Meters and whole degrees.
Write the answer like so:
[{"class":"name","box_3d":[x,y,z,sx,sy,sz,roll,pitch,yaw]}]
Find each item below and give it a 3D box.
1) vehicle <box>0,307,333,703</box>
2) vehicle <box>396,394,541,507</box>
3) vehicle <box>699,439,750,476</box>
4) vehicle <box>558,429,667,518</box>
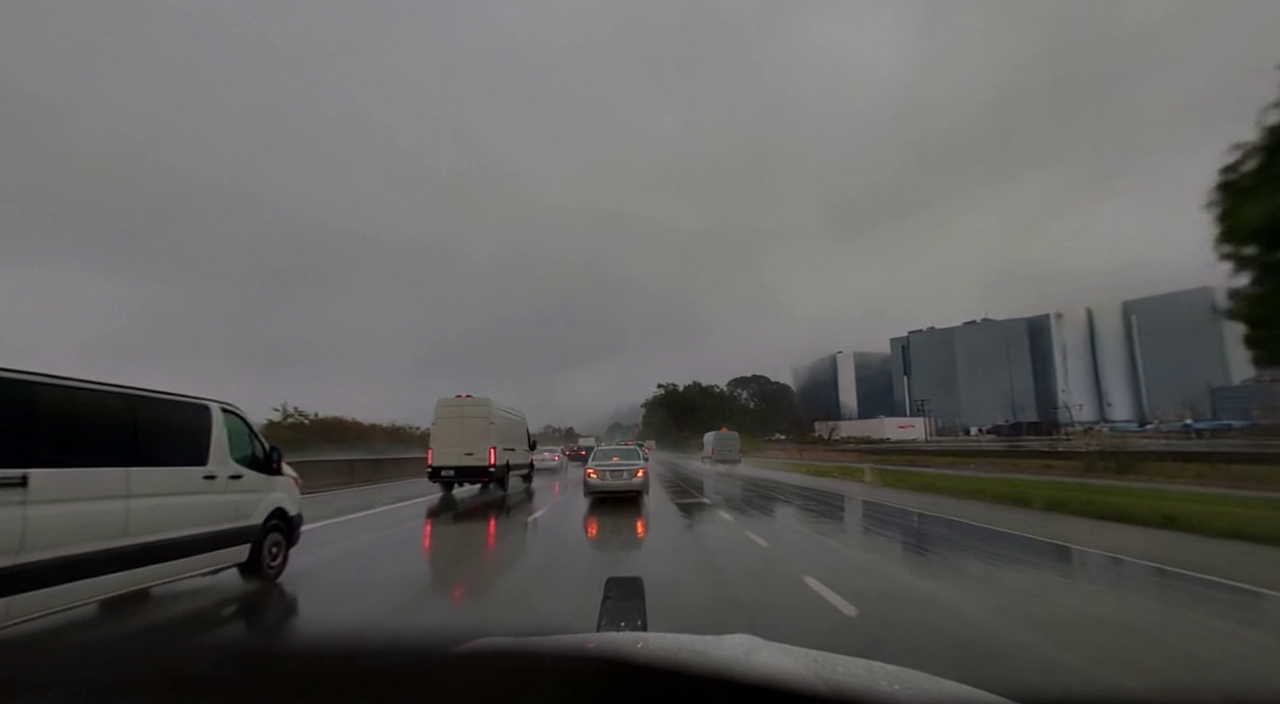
[{"class":"vehicle","box_3d":[-4.026,0.843,3.403,2.253,1.892,4.823,0,-9,0]},{"class":"vehicle","box_3d":[-4.561,2.832,18.245,2.248,2.626,6.837,0,-9,0]},{"class":"vehicle","box_3d":[4.219,5.353,32.102,2.003,1.754,4.134,0,-9,-1]},{"class":"vehicle","box_3d":[-0.519,2.639,14.096,2.093,1.695,3.782,0,-9,0]}]
